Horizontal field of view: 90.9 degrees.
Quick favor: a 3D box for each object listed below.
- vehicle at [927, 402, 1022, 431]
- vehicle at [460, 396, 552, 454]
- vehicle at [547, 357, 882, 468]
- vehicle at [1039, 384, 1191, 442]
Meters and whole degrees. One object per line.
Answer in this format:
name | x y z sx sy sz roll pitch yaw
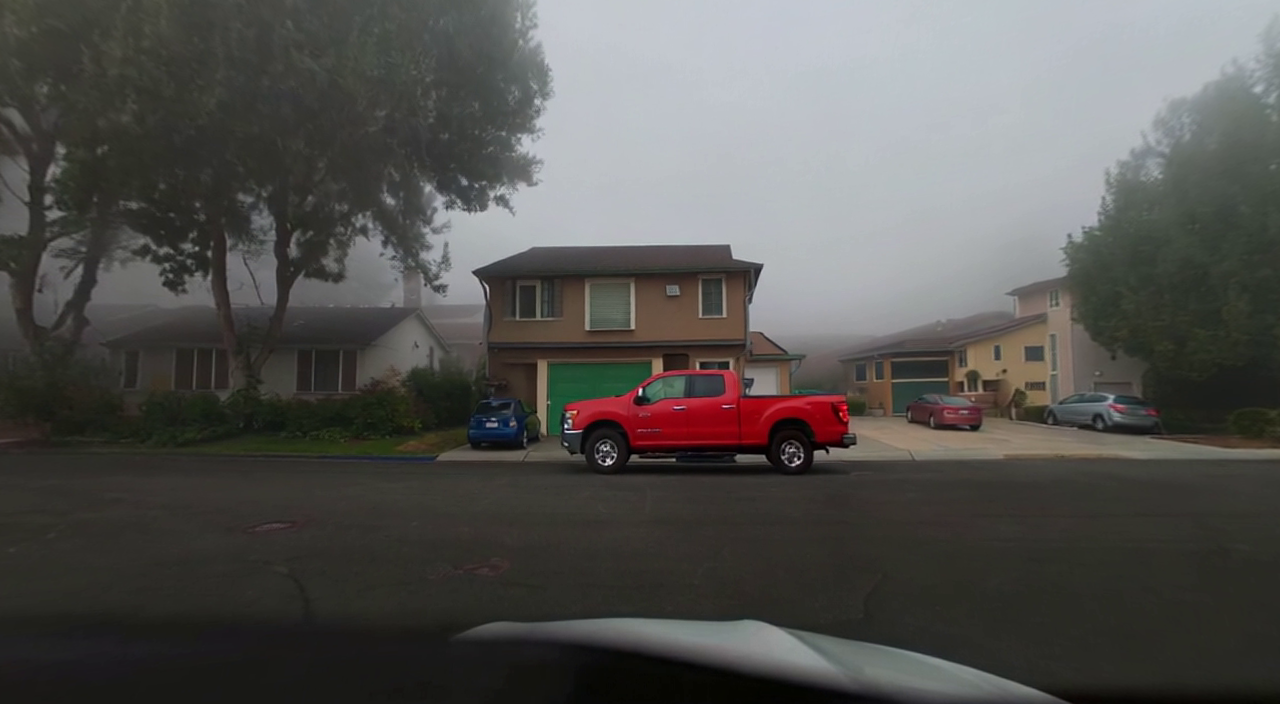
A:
vehicle | 17.258 3.346 32.693 3.897 1.416 1.703 -1 -8 3
vehicle | -4.187 2.271 20.339 1.869 1.460 3.826 -3 -2 4
vehicle | 1.265 1.176 11.778 5.600 1.835 2.161 -1 -8 2
vehicle | 16.393 2.146 21.948 3.770 1.496 1.951 6 -9 3
